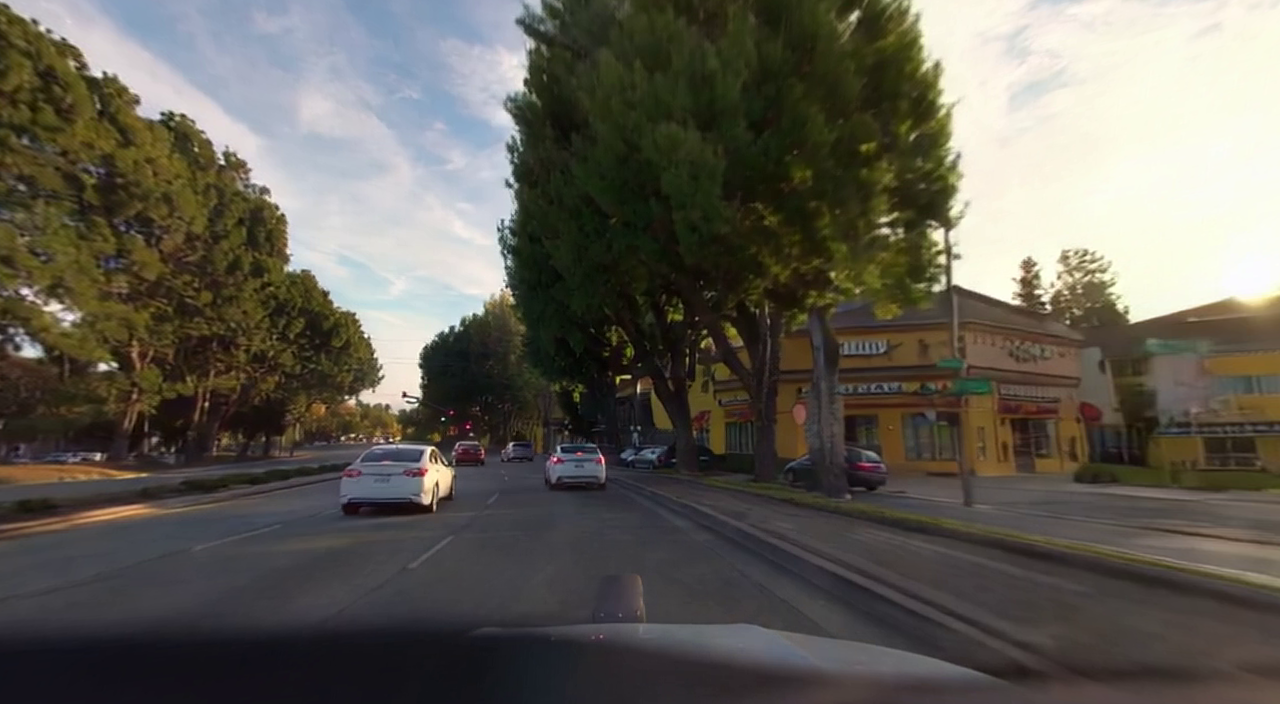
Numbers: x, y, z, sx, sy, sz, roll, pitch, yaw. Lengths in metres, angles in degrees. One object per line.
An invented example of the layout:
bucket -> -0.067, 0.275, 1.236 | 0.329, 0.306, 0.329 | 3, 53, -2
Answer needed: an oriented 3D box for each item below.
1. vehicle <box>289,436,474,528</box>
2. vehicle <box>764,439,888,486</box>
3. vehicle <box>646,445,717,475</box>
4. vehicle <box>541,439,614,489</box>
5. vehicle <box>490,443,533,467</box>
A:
vehicle -> -4.878, 2.492, 12.801 | 2.105, 1.477, 4.857 | 1, -8, -5
vehicle -> 7.476, 4.477, 25.858 | 2.095, 1.697, 4.801 | 4, -9, -27
vehicle -> 2.213, 5.886, 34.669 | 1.952, 1.547, 4.091 | 5, -10, -29
vehicle -> -2.227, 3.739, 21.415 | 2.001, 1.483, 4.442 | 2, -9, -11
vehicle -> -8.306, 6.565, 40.443 | 1.920, 1.416, 4.310 | 3, -9, -22
